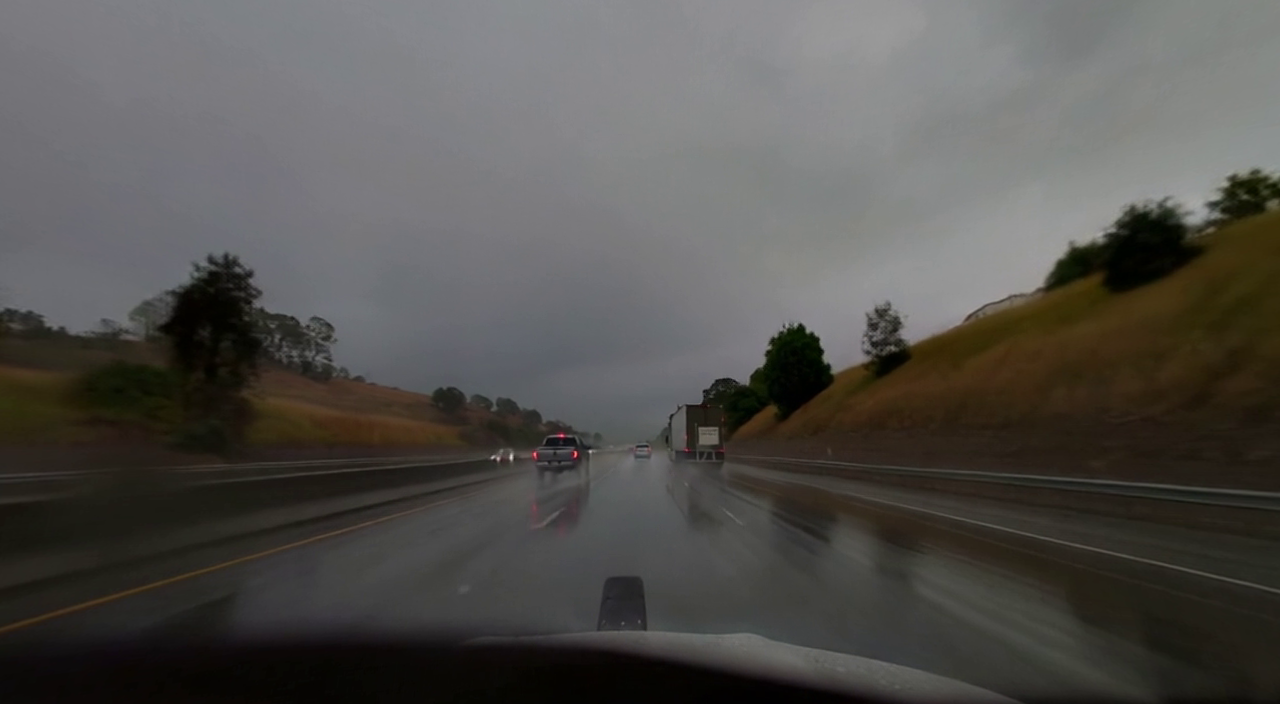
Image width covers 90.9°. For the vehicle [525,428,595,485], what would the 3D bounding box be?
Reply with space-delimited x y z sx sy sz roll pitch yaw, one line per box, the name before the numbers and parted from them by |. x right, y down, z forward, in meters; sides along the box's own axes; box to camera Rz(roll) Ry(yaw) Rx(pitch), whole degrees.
vehicle | -3.074 4.167 25.180 2.142 2.044 4.446 0 -9 1

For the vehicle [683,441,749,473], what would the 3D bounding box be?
vehicle | 4.185 6.085 36.720 2.654 1.574 9.537 0 -9 0

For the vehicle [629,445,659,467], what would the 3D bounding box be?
vehicle | 0.276 7.581 46.013 2.086 1.497 3.681 0 -9 0

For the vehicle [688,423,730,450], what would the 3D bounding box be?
vehicle | 4.096 5.128 37.992 1.968 1.547 4.215 0 -9 -1
